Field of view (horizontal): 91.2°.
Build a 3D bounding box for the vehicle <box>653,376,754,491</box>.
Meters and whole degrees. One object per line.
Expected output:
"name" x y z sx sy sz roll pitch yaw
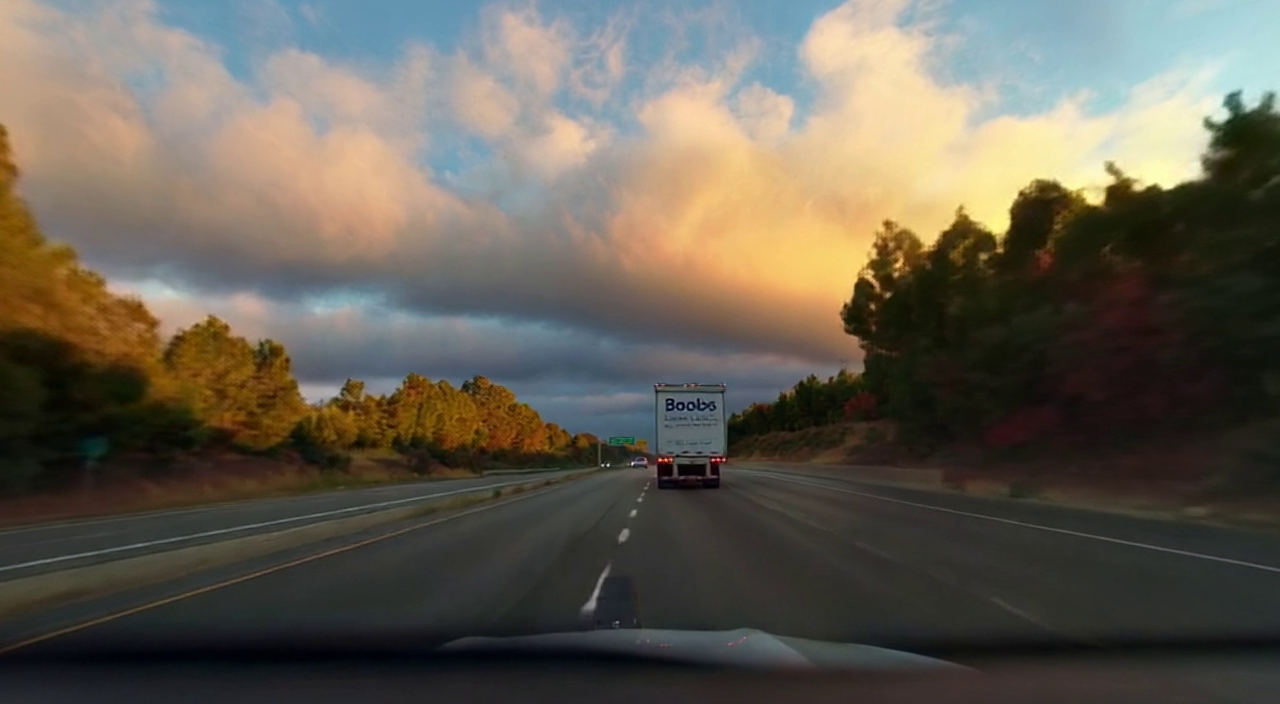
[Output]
"vehicle" 2.592 4.268 31.070 3.537 4.071 17.399 -1 -9 2
